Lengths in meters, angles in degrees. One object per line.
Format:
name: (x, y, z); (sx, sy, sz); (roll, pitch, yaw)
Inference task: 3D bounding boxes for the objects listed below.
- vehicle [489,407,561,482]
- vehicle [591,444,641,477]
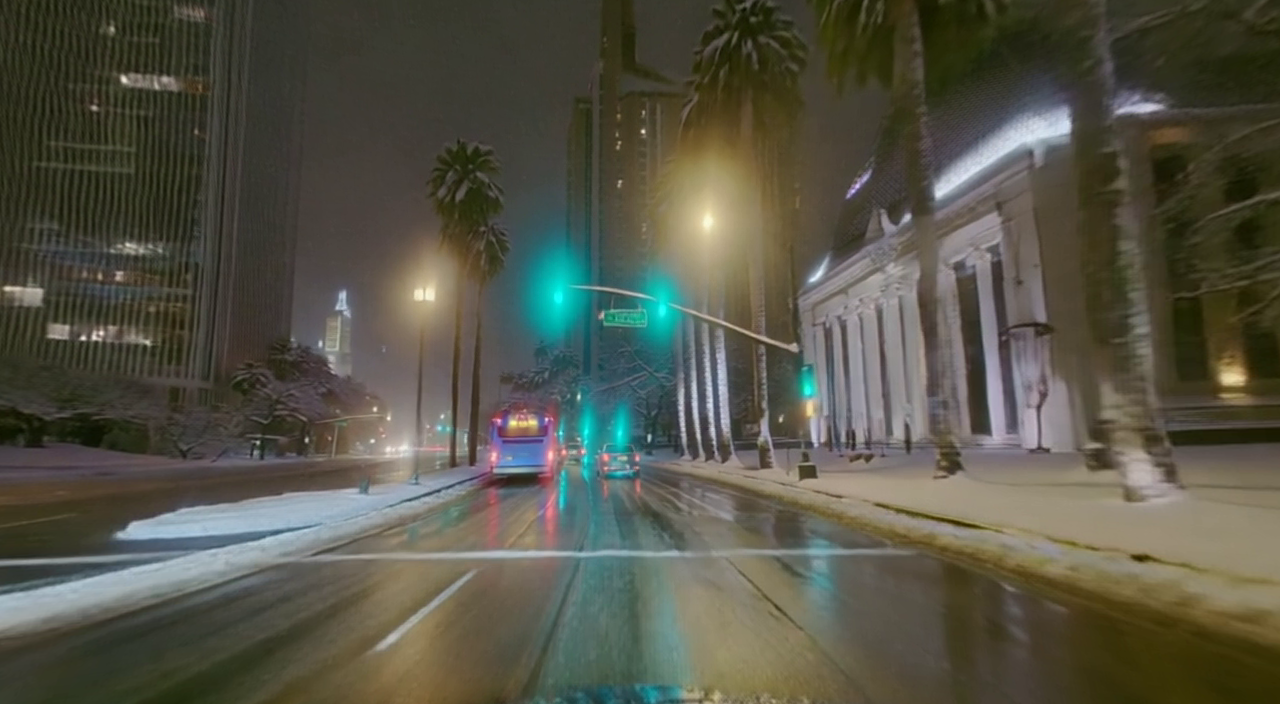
vehicle: (-5.246, 4.431, 30.249); (2.678, 3.042, 8.474); (1, -8, -6)
vehicle: (-1.230, 5.282, 30.935); (2.107, 1.481, 4.097); (1, -9, -7)
